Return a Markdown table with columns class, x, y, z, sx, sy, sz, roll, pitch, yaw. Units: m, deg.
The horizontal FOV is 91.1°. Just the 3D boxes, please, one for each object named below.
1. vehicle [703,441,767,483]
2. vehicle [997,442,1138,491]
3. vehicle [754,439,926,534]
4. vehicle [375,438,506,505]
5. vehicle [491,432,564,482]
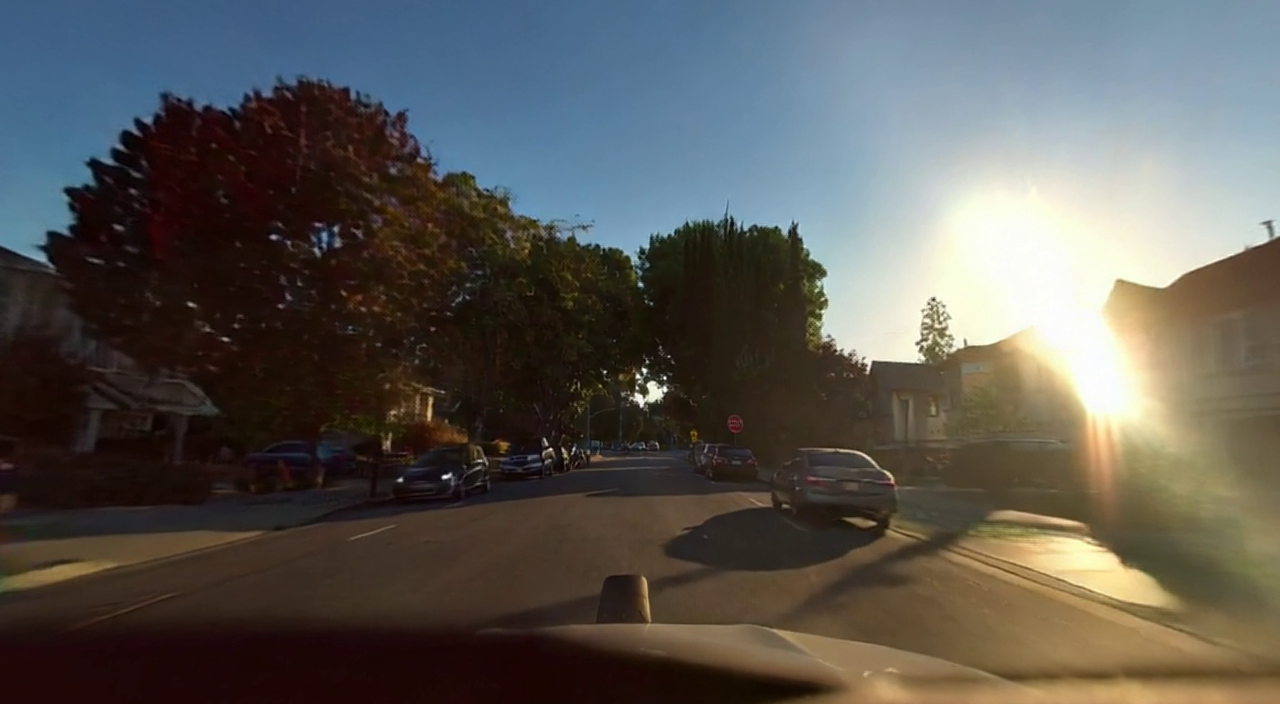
| class | x | y | z | sx | sy | sz | roll | pitch | yaw |
| --- | --- | --- | --- | --- | --- | --- | --- | --- | --- |
| vehicle | 3.744 | 4.412 | 25.471 | 1.987 | 1.518 | 4.686 | 0 | -8 | 2 |
| vehicle | 14.661 | 3.915 | 21.576 | 3.992 | 1.517 | 1.764 | 4 | -9 | -15 |
| vehicle | 3.629 | 2.499 | 12.389 | 1.871 | 1.514 | 4.553 | 0 | -8 | 0 |
| vehicle | -5.214 | 3.156 | 17.167 | 1.872 | 1.515 | 4.535 | 1 | -8 | 3 |
| vehicle | -4.710 | 4.481 | 27.130 | 2.162 | 1.857 | 4.758 | 2 | -8 | 1 |
